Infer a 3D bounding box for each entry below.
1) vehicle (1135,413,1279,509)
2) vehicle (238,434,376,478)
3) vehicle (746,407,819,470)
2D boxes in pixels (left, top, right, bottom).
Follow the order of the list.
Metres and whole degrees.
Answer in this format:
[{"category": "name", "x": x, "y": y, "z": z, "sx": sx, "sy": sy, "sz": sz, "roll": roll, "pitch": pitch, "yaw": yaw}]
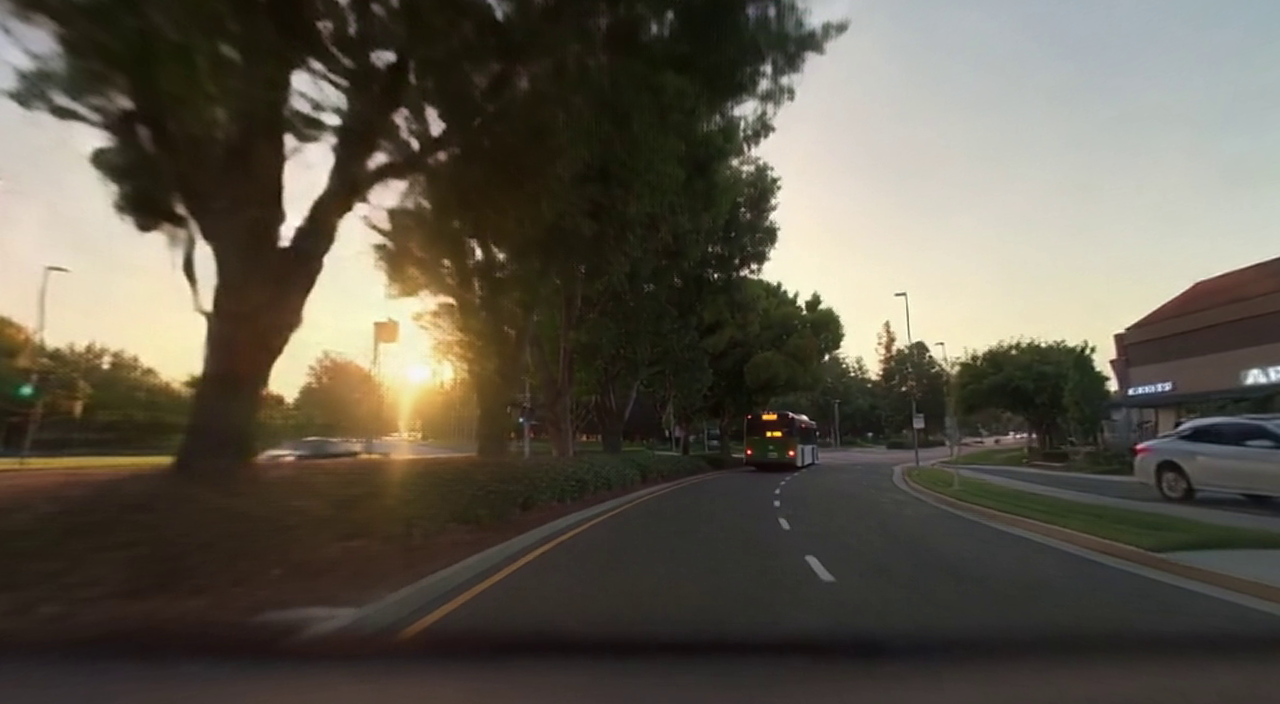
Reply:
[{"category": "vehicle", "x": 14.753, "y": 2.331, "z": 13.581, "sx": 5.856, "sy": 1.945, "sz": 2.183, "roll": -2, "pitch": -9, "yaw": 13}, {"category": "vehicle", "x": -12.582, "y": 3.977, "z": 24.143, "sx": 1.887, "sy": 1.494, "sz": 4.443, "roll": -4, "pitch": -10, "yaw": 21}, {"category": "vehicle", "x": 9.384, "y": 5.646, "z": 40.238, "sx": 3.031, "sy": 3.429, "sz": 11.005, "roll": -3, "pitch": -10, "yaw": 20}]
